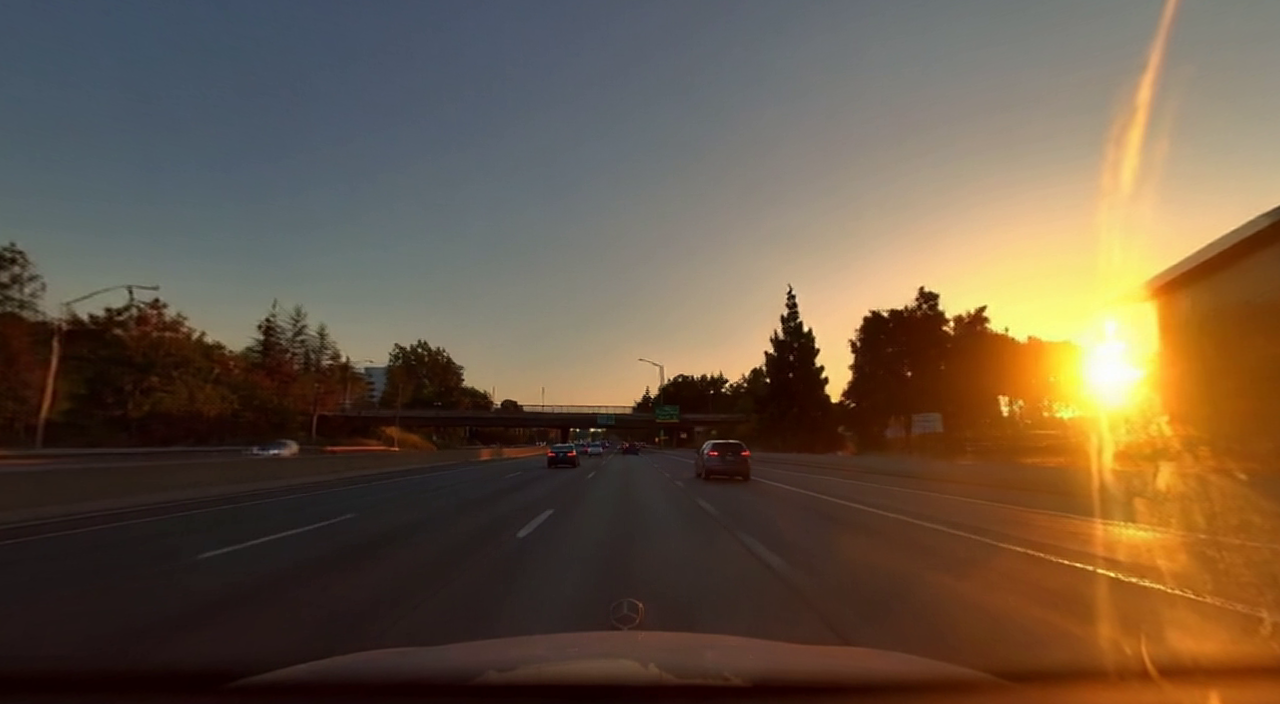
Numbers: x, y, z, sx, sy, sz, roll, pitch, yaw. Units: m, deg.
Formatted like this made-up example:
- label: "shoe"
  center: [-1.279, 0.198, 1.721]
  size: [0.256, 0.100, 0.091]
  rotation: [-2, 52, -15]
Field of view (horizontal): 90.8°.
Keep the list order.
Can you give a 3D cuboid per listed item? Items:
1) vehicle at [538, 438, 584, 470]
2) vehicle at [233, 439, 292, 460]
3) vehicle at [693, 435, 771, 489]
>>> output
- label: "vehicle"
  center: [-4.558, 5.969, 37.170]
  size: [2.176, 1.779, 4.755]
  rotation: [0, -8, 0]
- label: "vehicle"
  center: [-28.626, 7.404, 48.023]
  size: [1.806, 1.465, 4.358]
  rotation: [0, -8, 0]
- label: "vehicle"
  center: [3.100, 3.793, 22.197]
  size: [1.997, 1.686, 4.247]
  rotation: [0, -8, -2]
